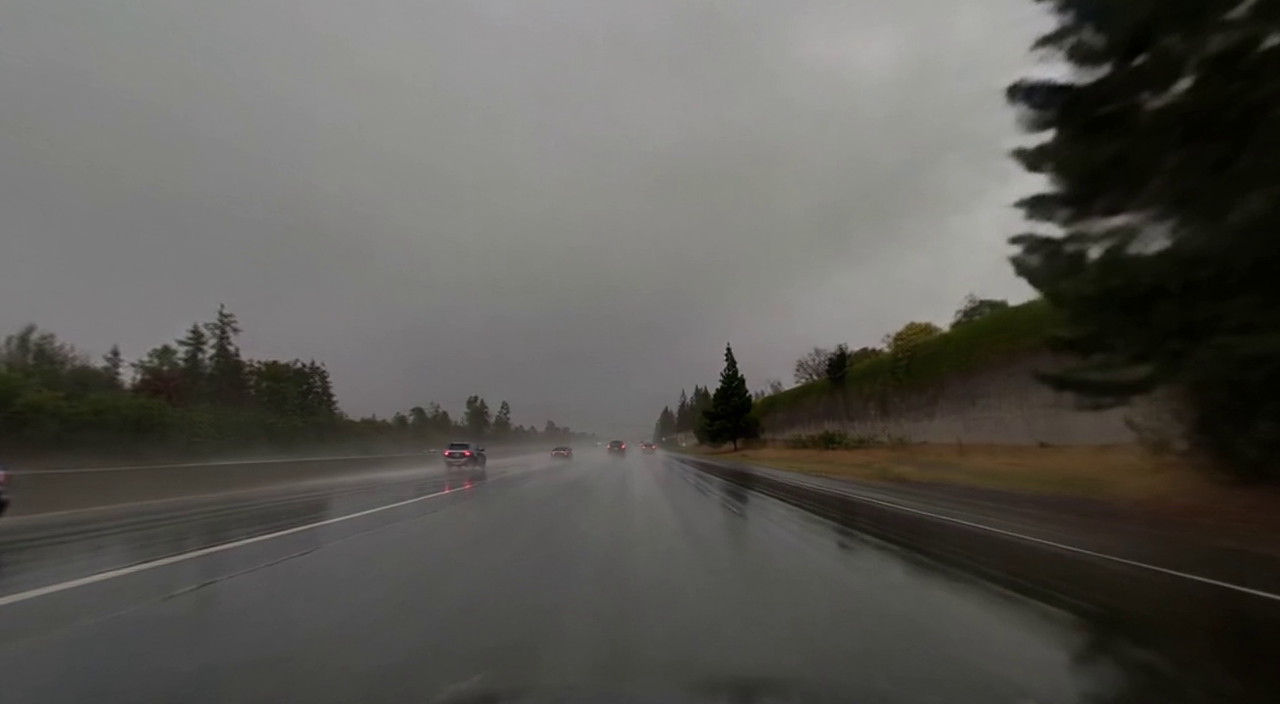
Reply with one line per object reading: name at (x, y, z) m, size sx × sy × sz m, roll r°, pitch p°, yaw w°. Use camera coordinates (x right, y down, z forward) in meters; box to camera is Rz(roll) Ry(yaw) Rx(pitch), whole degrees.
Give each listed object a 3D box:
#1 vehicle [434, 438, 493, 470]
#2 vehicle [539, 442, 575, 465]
vehicle at (-10.621, 6.152, 38.388) m, size 2.195 × 1.795 × 4.659 m, roll 0°, pitch -9°, yaw 1°
vehicle at (-6.232, 7.683, 47.950) m, size 2.080 × 1.694 × 4.279 m, roll 0°, pitch -9°, yaw 2°
